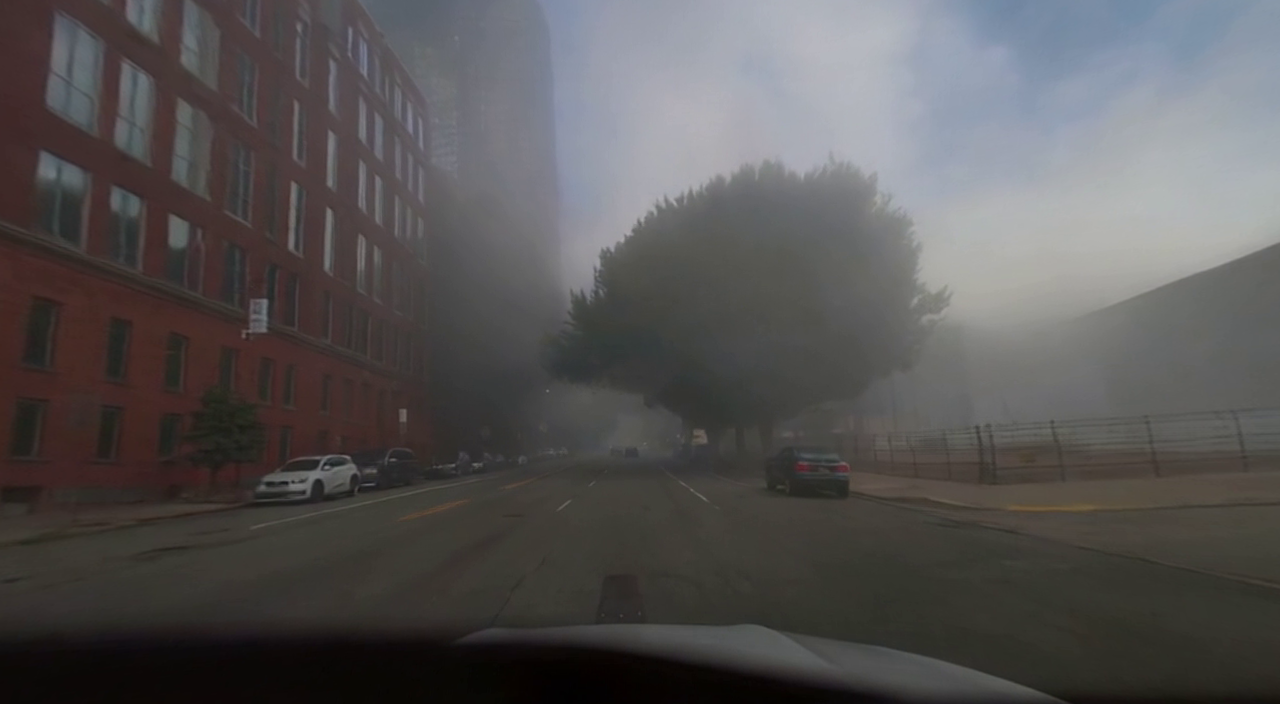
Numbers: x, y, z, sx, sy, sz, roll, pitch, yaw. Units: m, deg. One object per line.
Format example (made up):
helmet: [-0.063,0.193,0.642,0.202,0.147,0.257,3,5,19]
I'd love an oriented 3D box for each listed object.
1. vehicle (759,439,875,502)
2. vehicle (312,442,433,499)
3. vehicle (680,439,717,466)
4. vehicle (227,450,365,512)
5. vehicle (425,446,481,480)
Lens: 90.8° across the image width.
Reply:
vehicle: [4.821,3.281,17.942,1.929,1.522,4.543,0,-8,0]
vehicle: [-11.045,4.881,26.755,2.574,1.922,6.292,-4,-8,-2]
vehicle: [4.394,7.663,48.445,2.237,1.908,5.320,0,-8,-1]
vehicle: [-11.162,4.163,20.974,1.992,1.629,4.773,-4,-8,-1]
vehicle: [-11.517,6.816,39.298,1.970,1.828,5.519,-3,-8,-2]
